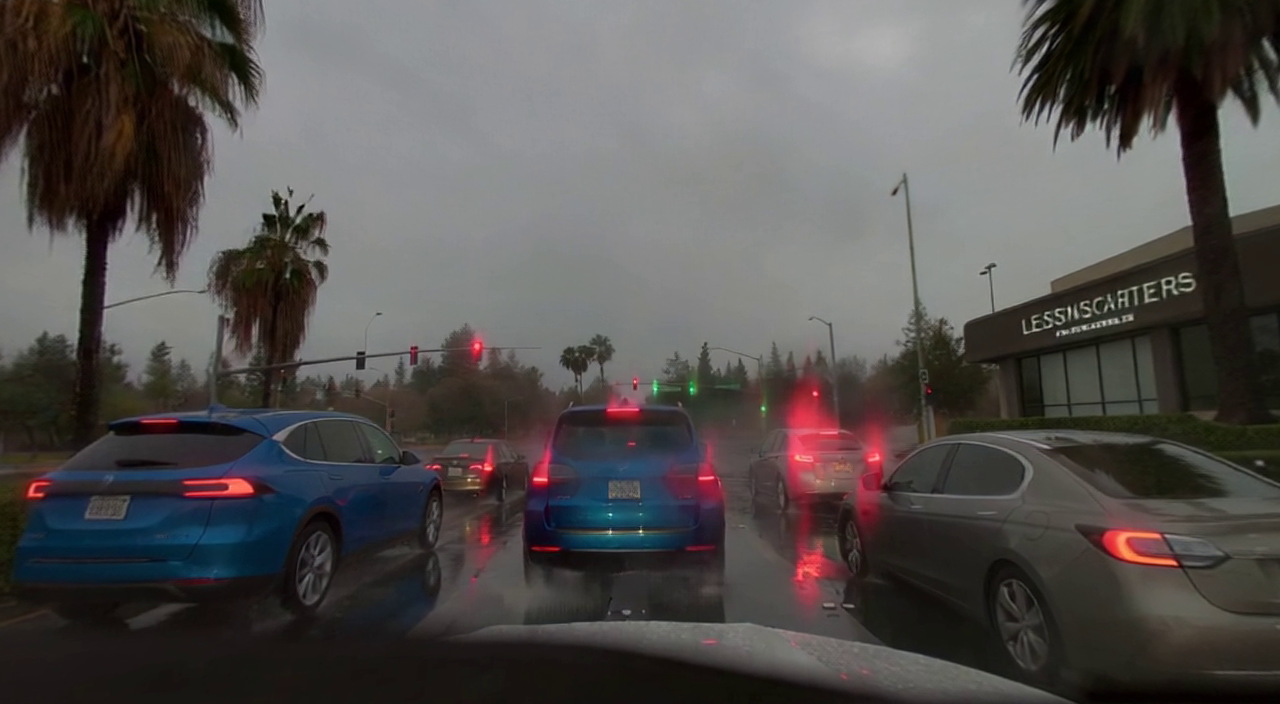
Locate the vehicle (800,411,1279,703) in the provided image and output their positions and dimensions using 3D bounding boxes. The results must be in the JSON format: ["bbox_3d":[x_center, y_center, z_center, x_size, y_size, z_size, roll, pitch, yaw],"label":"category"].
[{"bbox_3d":[2.975,1.368,5.253,2.017,1.491,4.611,0,-8,-1],"label":"vehicle"}]

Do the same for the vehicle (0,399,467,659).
[{"bbox_3d":[-3.344,1.384,6.056,2.014,1.534,4.455,0,-8,1],"label":"vehicle"}]

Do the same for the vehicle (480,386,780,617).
[{"bbox_3d":[-0.133,1.462,7.073,2.280,1.747,4.361,0,-8,-2],"label":"vehicle"}]
